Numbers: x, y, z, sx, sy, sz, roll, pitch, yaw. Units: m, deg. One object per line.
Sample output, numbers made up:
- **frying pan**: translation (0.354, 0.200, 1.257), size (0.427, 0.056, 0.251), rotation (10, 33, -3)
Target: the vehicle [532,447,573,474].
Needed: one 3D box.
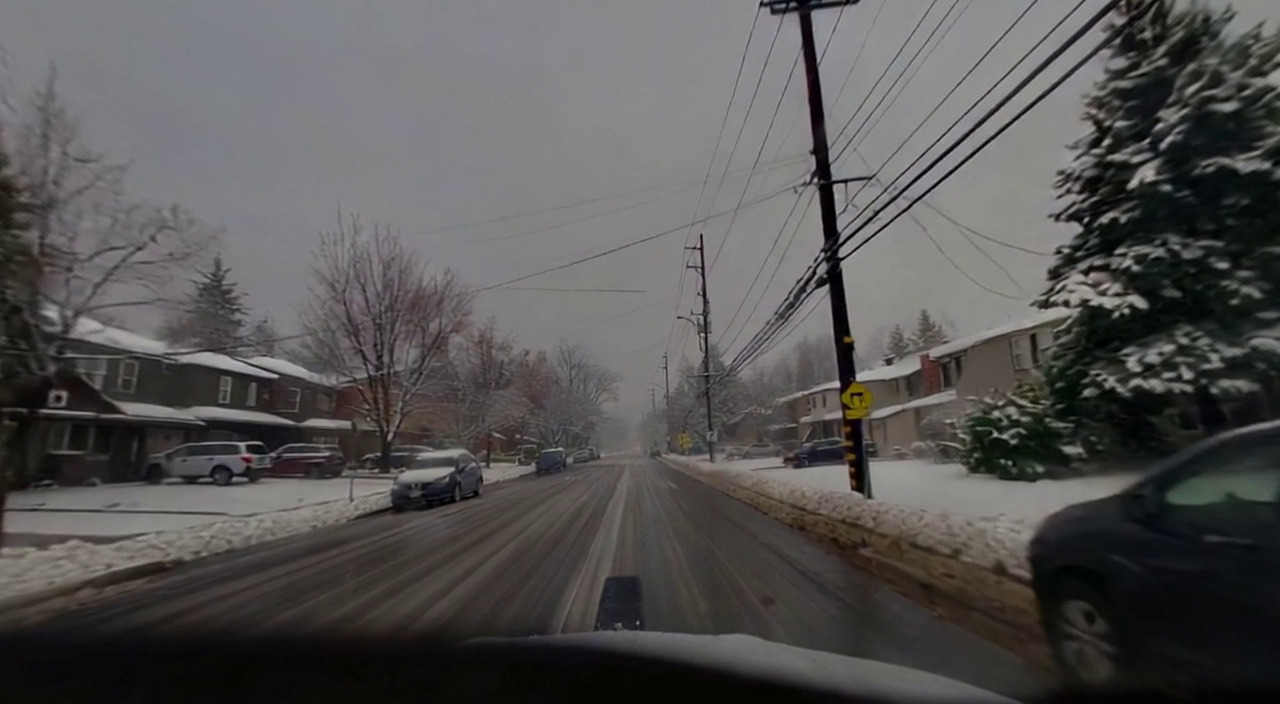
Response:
- **vehicle**: translation (-6.341, 7.943, 46.414), size (2.162, 1.757, 5.201), rotation (-2, -9, 1)

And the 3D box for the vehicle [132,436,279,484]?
- **vehicle**: translation (-17.119, 4.249, 25.138), size (4.123, 1.787, 2.194), rotation (1, -9, -8)

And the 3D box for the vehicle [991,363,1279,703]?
- **vehicle**: translation (3.701, 0.886, 2.381), size (2.091, 1.731, 4.410), rotation (0, -9, -2)

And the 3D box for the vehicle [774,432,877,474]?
- **vehicle**: translation (10.114, 5.534, 34.701), size (4.822, 1.864, 2.100), rotation (-3, -8, -5)

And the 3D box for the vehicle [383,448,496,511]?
- **vehicle**: translation (-6.156, 3.920, 19.977), size (2.022, 1.550, 4.669), rotation (-4, -8, 0)
